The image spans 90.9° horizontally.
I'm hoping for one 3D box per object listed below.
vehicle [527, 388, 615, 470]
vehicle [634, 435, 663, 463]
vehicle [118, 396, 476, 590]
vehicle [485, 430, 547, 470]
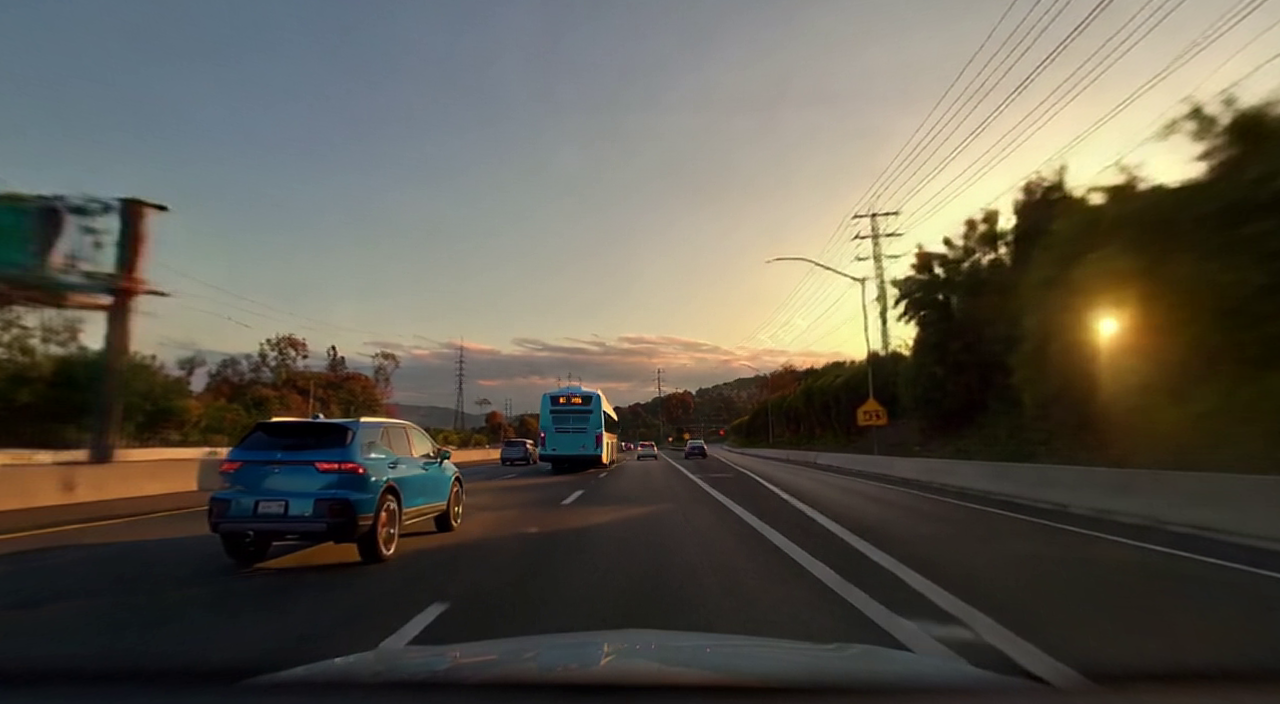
[{"bbox_3d":[-3.423,4.463,34.999,3.382,3.712,11.766,1,-9,1],"label":"vehicle"},{"bbox_3d":[0.629,7.302,47.683,2.083,2.001,4.782,0,-8,0],"label":"vehicle"},{"bbox_3d":[-3.661,1.586,7.871,2.021,1.730,4.223,0,-8,1],"label":"vehicle"},{"bbox_3d":[-6.944,5.585,36.079,2.282,2.116,6.030,0,-8,1],"label":"vehicle"}]
